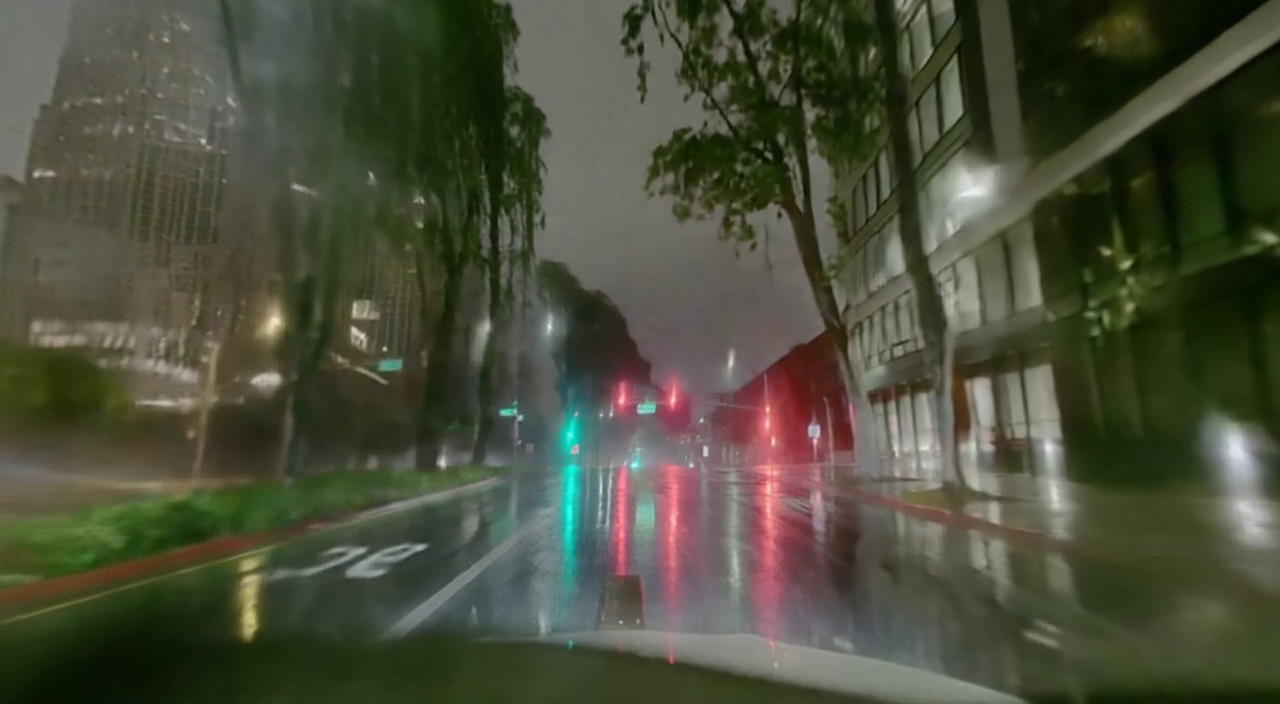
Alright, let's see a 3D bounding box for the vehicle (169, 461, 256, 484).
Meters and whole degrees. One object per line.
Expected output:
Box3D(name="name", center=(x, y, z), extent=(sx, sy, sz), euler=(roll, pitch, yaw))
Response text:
Box3D(name="vehicle", center=(-31.397, 8.843, 46.464), extent=(4.758, 1.549, 2.194), euler=(0, -9, -2))
